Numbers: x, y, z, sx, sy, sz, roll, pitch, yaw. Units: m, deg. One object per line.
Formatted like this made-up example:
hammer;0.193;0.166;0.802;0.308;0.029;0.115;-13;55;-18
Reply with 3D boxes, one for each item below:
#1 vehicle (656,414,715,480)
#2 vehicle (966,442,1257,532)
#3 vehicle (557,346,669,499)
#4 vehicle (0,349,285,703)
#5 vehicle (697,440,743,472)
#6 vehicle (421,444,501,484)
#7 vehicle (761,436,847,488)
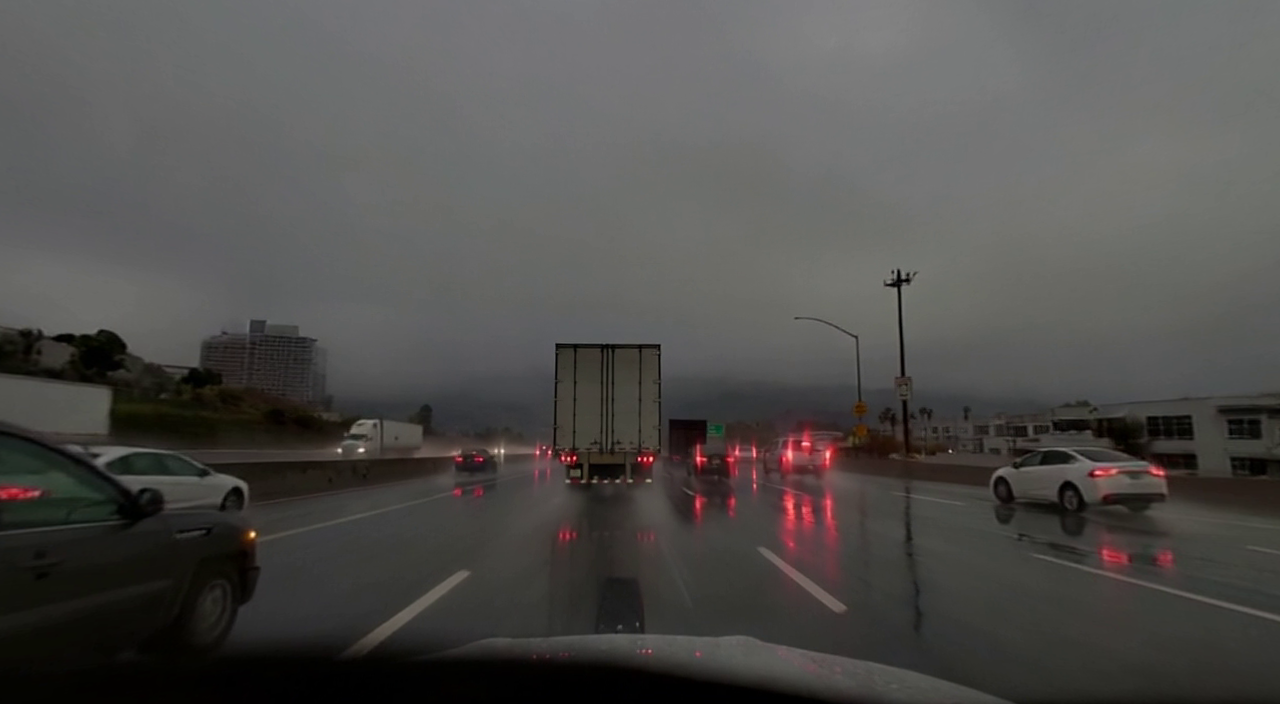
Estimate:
vehicle;2.533;5.729;38.023;2.669;3.491;8.645;0;-9;-1
vehicle;9.177;2.629;13.063;2.002;1.472;4.950;0;-9;-4
vehicle;-0.760;2.639;22.036;2.906;4.040;10.743;0;-9;-1
vehicle;-3.325;0.789;2.081;1.946;1.641;4.105;0;-9;-1
vehicle;5.543;7.285;44.493;2.297;2.116;5.052;0;-9;-3
vehicle;-7.288;4.581;26.216;1.973;1.471;4.779;0;-9;-1
vehicle;6.469;4.387;25.552;2.070;1.888;4.546;0;-9;-2
